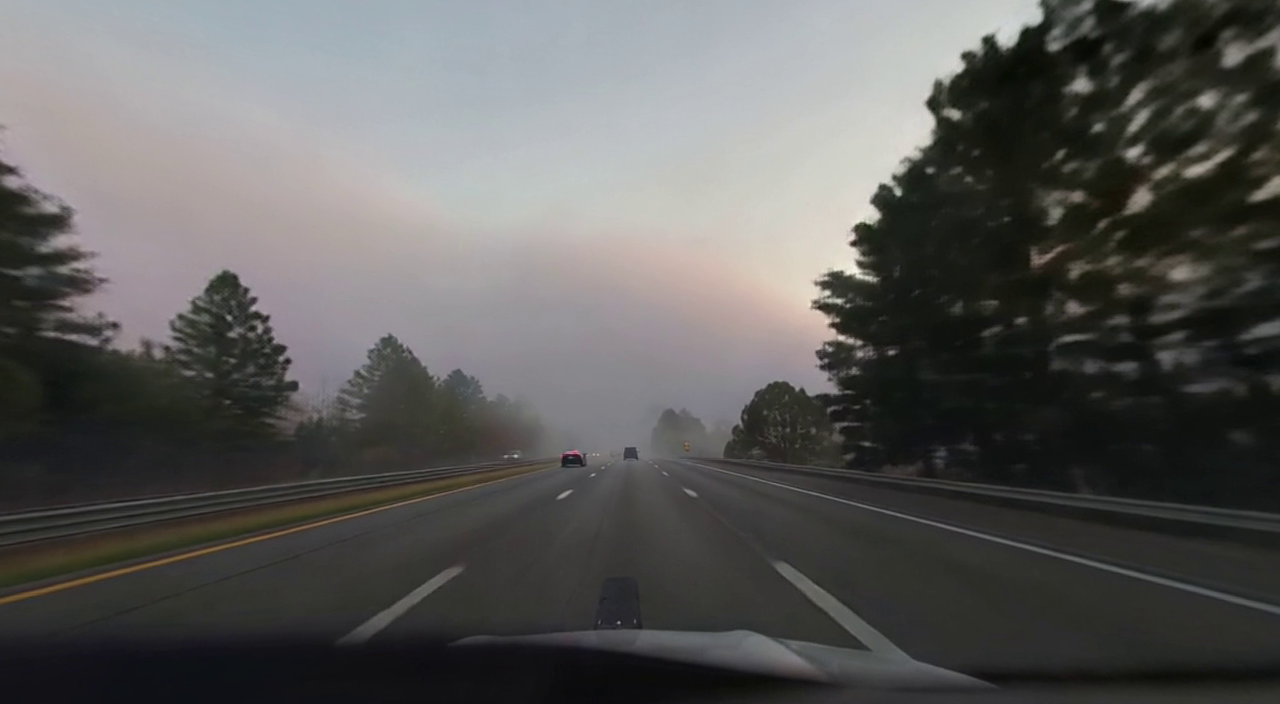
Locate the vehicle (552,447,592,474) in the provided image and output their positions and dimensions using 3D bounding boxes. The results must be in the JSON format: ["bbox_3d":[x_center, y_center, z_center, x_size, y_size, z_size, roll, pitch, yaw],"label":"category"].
[{"bbox_3d":[-3.982,6.418,37.349,1.970,1.492,3.944,0,-9,0],"label":"vehicle"}]
